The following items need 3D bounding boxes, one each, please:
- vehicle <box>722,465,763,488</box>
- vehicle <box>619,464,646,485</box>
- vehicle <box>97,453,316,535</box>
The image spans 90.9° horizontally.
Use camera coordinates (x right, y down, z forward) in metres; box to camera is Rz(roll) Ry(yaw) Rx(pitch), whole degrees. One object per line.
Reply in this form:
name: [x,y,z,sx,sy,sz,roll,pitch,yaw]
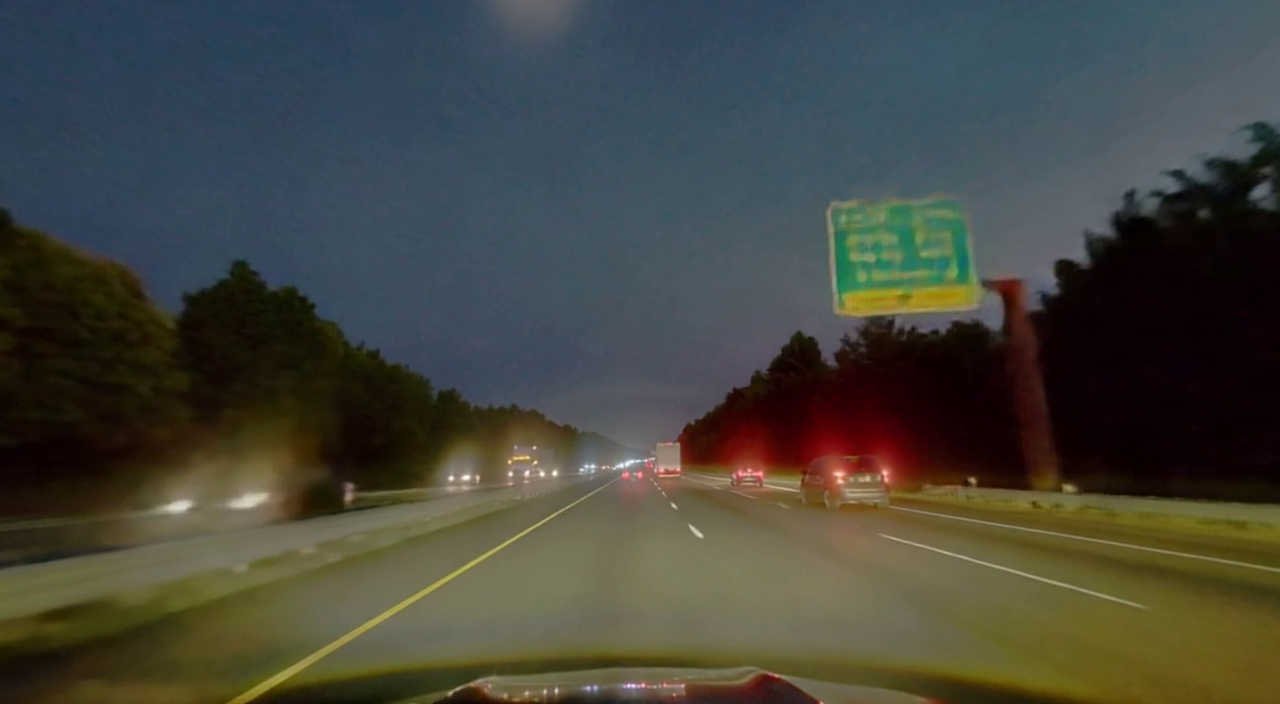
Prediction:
vehicle: [6.969,8.512,43.232,1.977,1.494,4.311,1,-10,-2]
vehicle: [-0.571,9.394,48.469,2.025,1.452,3.927,1,-10,-1]
vehicle: [-9.408,3.115,14.234,1.910,1.532,4.251,1,-10,0]
